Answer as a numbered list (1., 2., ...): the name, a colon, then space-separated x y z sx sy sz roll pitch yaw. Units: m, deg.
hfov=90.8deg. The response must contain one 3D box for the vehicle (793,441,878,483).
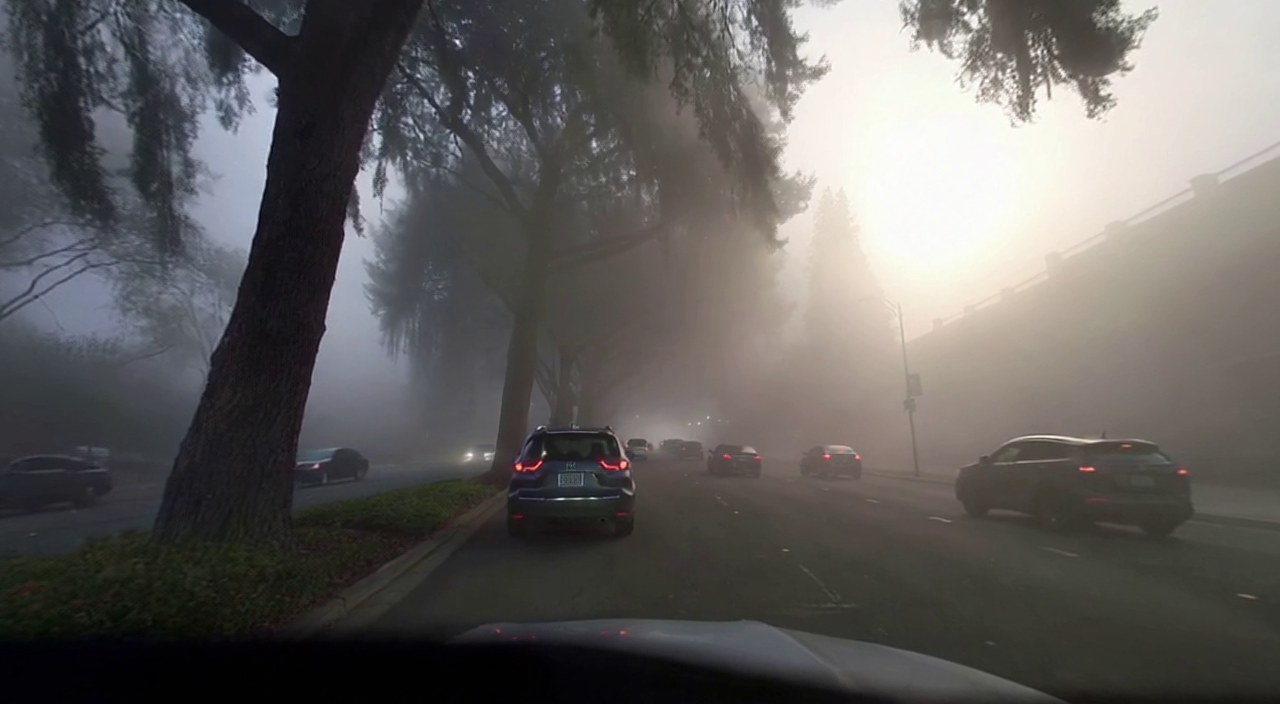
1. vehicle: 7.468 4.237 24.646 1.977 1.485 4.308 0 -8 1

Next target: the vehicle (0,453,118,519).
1. vehicle: -15.808 3.275 15.610 1.900 1.467 4.609 0 -8 0

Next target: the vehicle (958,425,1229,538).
1. vehicle: 8.077 2.307 11.944 2.168 1.709 4.289 -1 -8 5

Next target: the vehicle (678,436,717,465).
1. vehicle: 3.791 6.610 42.533 2.114 1.846 4.659 0 -8 -1

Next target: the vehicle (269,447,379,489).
1. vehicle: -12.192 4.486 24.745 1.981 1.463 4.395 0 -8 1

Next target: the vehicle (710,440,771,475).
1. vehicle: 4.524 4.822 29.061 2.175 1.477 4.520 0 -8 2

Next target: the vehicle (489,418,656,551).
1. vehicle: -1.022 1.955 9.951 2.106 1.655 3.717 1 -8 -6
